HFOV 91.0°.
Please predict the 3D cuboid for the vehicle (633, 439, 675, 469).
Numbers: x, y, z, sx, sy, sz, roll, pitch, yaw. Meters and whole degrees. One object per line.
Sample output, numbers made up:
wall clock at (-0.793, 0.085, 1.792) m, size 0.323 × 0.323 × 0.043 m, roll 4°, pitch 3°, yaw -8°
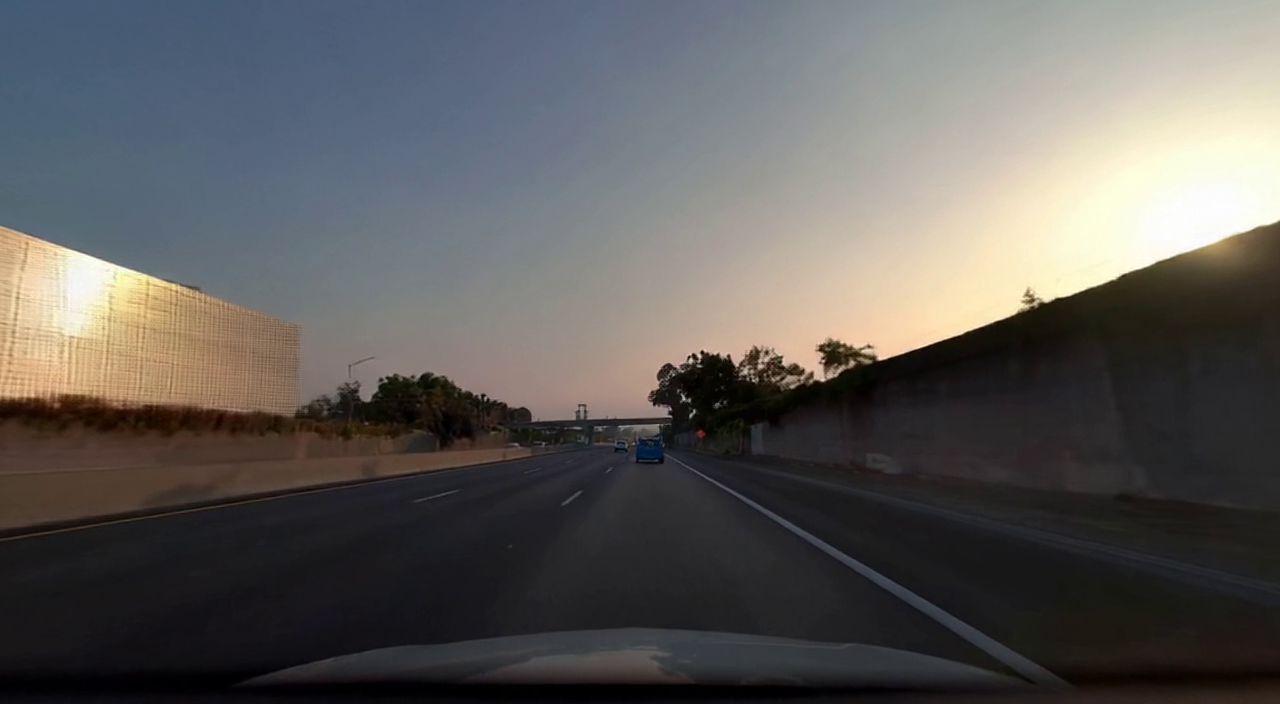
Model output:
vehicle at (0.669, 5.200, 32.276) m, size 1.997 × 1.484 × 3.409 m, roll 0°, pitch -8°, yaw 0°
